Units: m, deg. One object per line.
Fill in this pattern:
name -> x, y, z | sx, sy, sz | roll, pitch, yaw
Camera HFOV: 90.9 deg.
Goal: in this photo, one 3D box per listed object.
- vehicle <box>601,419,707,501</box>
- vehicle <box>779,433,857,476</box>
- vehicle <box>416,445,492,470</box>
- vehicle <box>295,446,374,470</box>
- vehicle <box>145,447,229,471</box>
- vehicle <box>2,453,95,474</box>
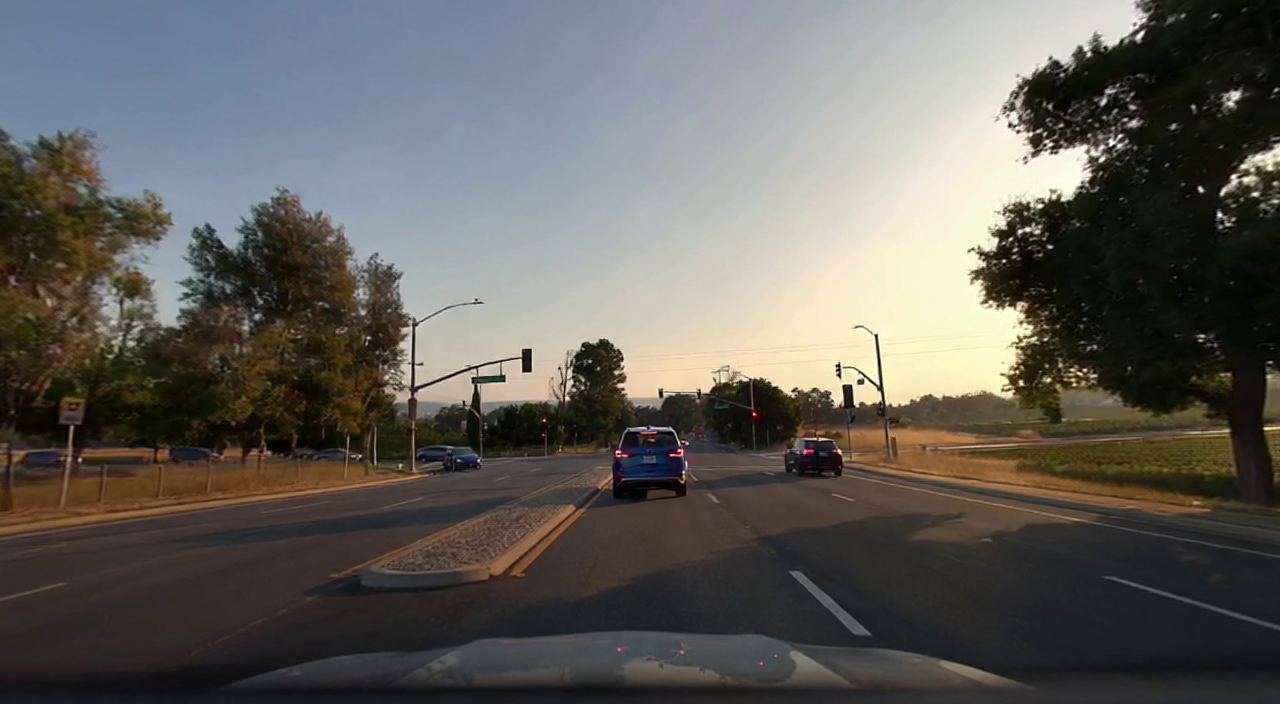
vehicle -> 0.326, 2.672, 15.883 | 2.298, 1.770, 4.138 | 0, -8, 1
vehicle -> 7.407, 4.306, 26.710 | 2.012, 1.636, 4.352 | 0, -8, 0
vehicle -> -11.936, 6.687, 40.376 | 4.707, 1.480, 2.425 | -7, -11, 40
vehicle -> -21.578, 7.468, 44.579 | 4.510, 1.606, 2.192 | -2, -8, 10
vehicle -> -33.323, 7.899, 46.475 | 4.608, 1.680, 2.026 | -1, -8, 3
vehicle -> -42.835, 8.081, 45.739 | 4.559, 1.458, 2.265 | -1, -8, 3
